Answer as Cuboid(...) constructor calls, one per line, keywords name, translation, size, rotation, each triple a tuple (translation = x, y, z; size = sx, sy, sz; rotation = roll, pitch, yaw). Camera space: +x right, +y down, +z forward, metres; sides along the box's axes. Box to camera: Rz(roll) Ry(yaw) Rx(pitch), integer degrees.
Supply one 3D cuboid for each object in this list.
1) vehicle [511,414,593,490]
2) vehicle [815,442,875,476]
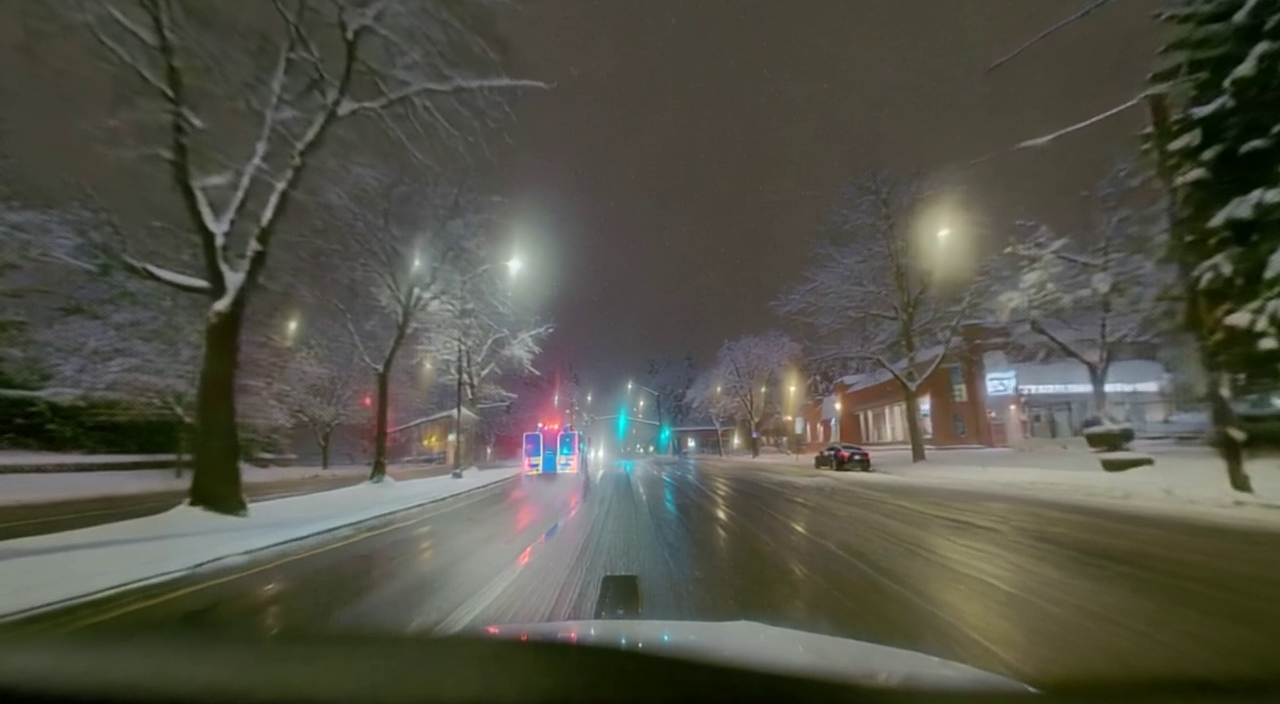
Cuboid(name="vehicle", translation=(-3.508, 4.194, 26.604), size=(2.633, 2.787, 5.796), rotation=(0, -9, 0))
Cuboid(name="vehicle", translation=(11.178, 5.884, 34.828), size=(1.980, 1.719, 4.422), rotation=(-1, -9, 3))
